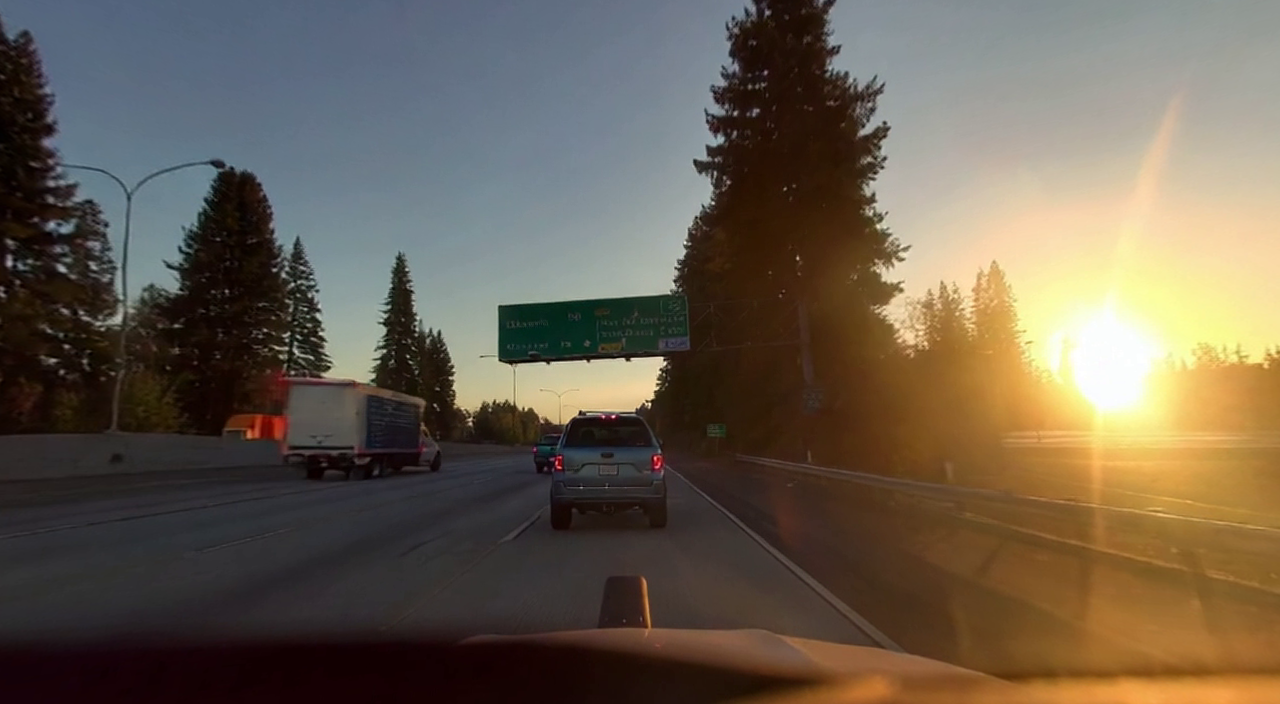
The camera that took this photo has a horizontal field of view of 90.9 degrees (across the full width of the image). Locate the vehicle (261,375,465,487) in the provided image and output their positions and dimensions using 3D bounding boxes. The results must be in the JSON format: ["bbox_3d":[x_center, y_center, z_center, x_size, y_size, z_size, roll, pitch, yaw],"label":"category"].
[{"bbox_3d":[-10.848,3.495,26.996,3.347,3.686,12.113,0,-8,-1],"label":"vehicle"}]

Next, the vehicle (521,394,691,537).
[{"bbox_3d":[-0.494,1.958,11.386,2.395,2.013,4.734,0,-8,0],"label":"vehicle"}]
